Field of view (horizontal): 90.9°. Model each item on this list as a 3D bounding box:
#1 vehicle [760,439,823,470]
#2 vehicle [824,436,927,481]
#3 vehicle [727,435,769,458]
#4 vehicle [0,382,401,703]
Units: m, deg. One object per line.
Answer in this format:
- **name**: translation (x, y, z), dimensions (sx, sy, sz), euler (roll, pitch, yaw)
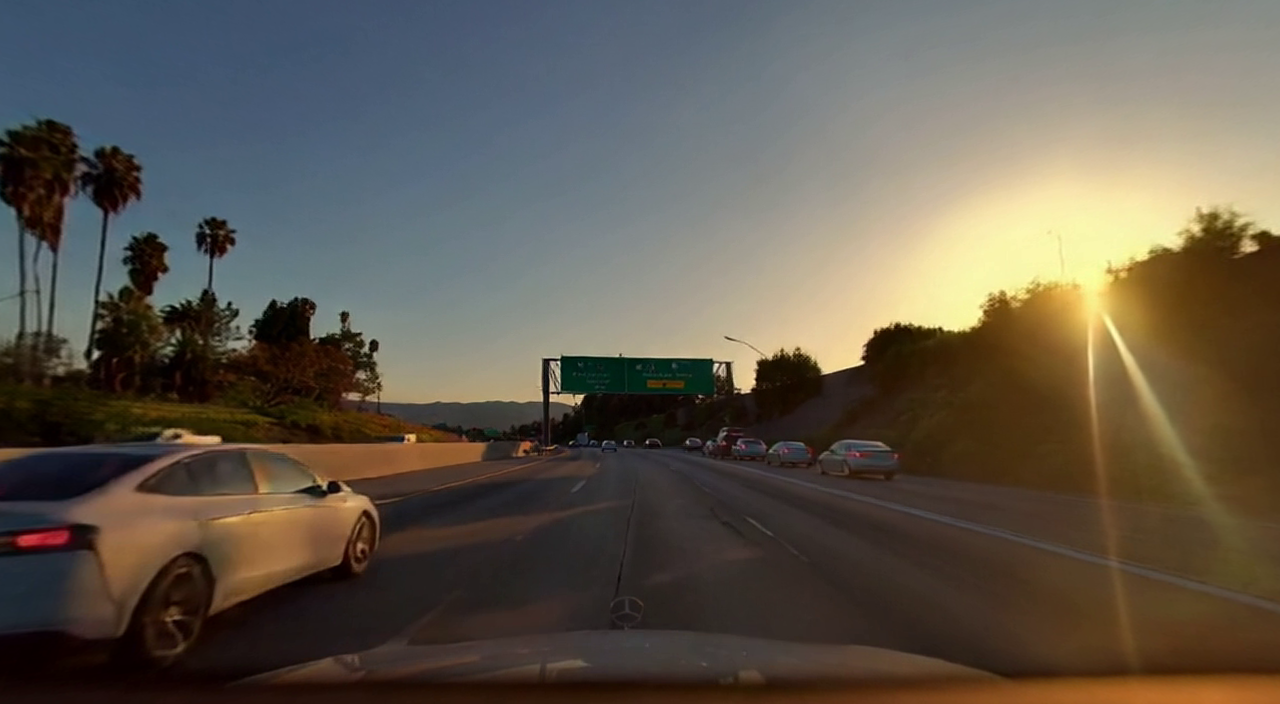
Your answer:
- **vehicle**: translation (7.859, 5.363, 33.200), dimensions (1.984, 1.477, 4.385), euler (0, -8, -3)
- **vehicle**: translation (8.575, 3.912, 23.431), dimensions (1.922, 1.456, 4.626), euler (0, -8, -2)
- **vehicle**: translation (7.725, 6.848, 45.664), dimensions (1.957, 1.584, 4.272), euler (0, -8, -5)
- **vehicle**: translation (-3.590, 1.193, 4.490), dimensions (2.109, 1.536, 4.174), euler (-1, -8, 1)
